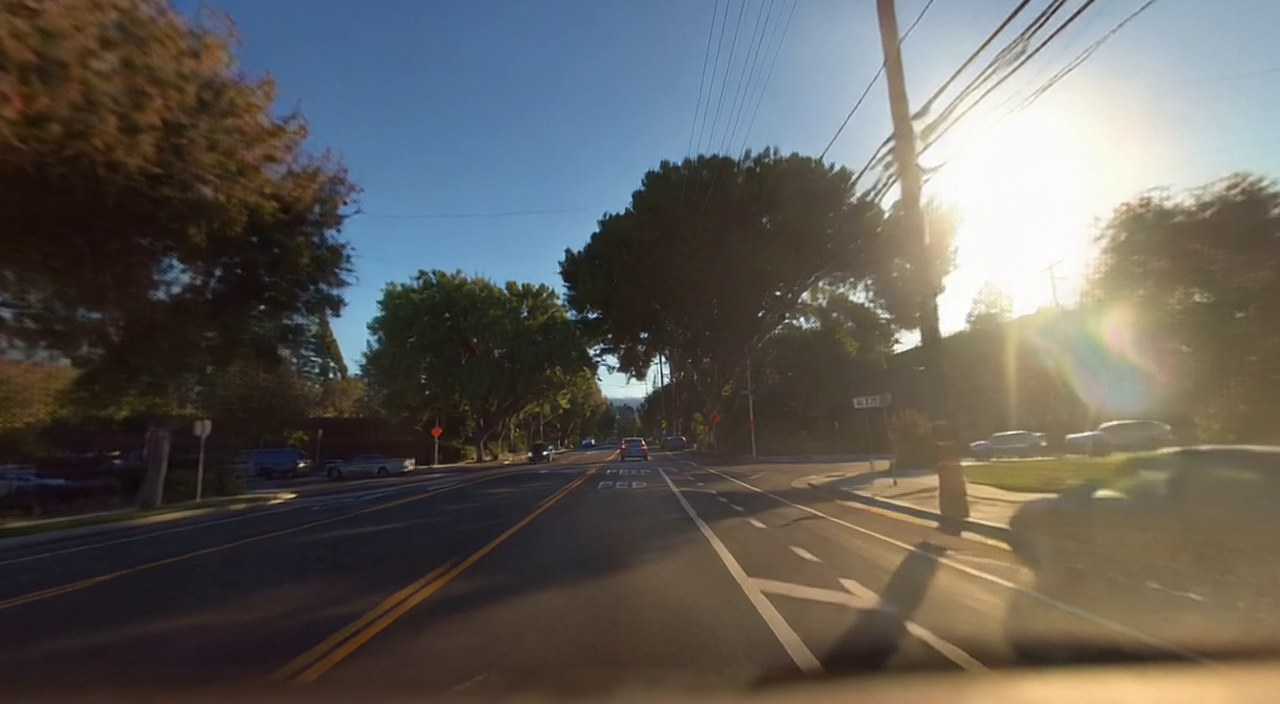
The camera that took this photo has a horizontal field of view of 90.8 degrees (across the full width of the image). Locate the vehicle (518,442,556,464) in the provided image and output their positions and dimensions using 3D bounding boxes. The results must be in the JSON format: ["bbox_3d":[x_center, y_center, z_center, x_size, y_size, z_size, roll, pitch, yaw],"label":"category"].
[{"bbox_3d":[-7.457,7.370,46.166,2.034,1.464,4.438,0,-8,0],"label":"vehicle"}]

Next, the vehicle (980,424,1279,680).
[{"bbox_3d":[4.742,1.305,4.633,1.987,1.479,4.562,0,-9,1],"label":"vehicle"}]

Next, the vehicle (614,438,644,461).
[{"bbox_3d":[-0.711,6.501,42.272,1.877,1.448,3.830,0,-9,-1],"label":"vehicle"}]

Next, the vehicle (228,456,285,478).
[{"bbox_3d":[-28.229,8.471,46.626,1.806,1.503,3.853,0,-9,-2],"label":"vehicle"}]

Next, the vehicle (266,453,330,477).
[{"bbox_3d":[-25.331,8.344,47.061,1.932,1.627,4.948,0,-8,1],"label":"vehicle"}]

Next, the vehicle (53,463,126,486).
[{"bbox_3d":[-40.001,8.894,46.021,1.728,1.456,3.782,-1,-9,3],"label":"vehicle"}]

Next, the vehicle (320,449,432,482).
[{"bbox_3d":[-14.181,6.119,34.215,5.190,1.502,2.085,-3,-8,-1],"label":"vehicle"}]

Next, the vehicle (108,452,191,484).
[{"bbox_3d":[-36.563,8.623,47.304,2.162,2.070,5.031,-3,-7,1],"label":"vehicle"}]
